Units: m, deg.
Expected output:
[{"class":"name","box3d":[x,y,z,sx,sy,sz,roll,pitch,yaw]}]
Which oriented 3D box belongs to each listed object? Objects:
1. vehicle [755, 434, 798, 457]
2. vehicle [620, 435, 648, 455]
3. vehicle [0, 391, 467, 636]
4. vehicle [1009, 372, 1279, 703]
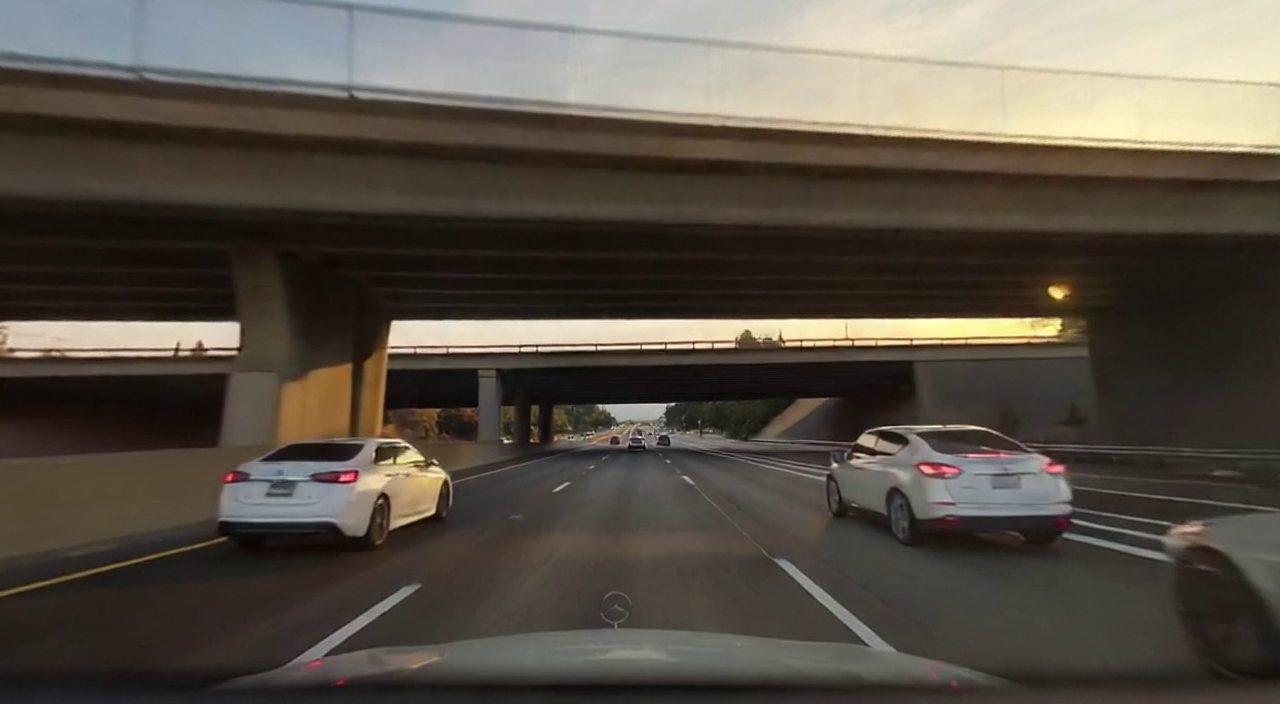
[{"class":"vehicle","box3d":[9.307,6.367,43.154,1.921,1.477,4.132,0,-8,-2]},{"class":"vehicle","box3d":[-0.474,7.195,48.865,2.103,1.512,4.155,0,-8,-1]},{"class":"vehicle","box3d":[-3.472,1.393,6.621,1.993,1.629,4.674,0,-8,0]},{"class":"vehicle","box3d":[3.596,0.798,1.578,2.240,1.646,4.949,0,-8,-2]}]
